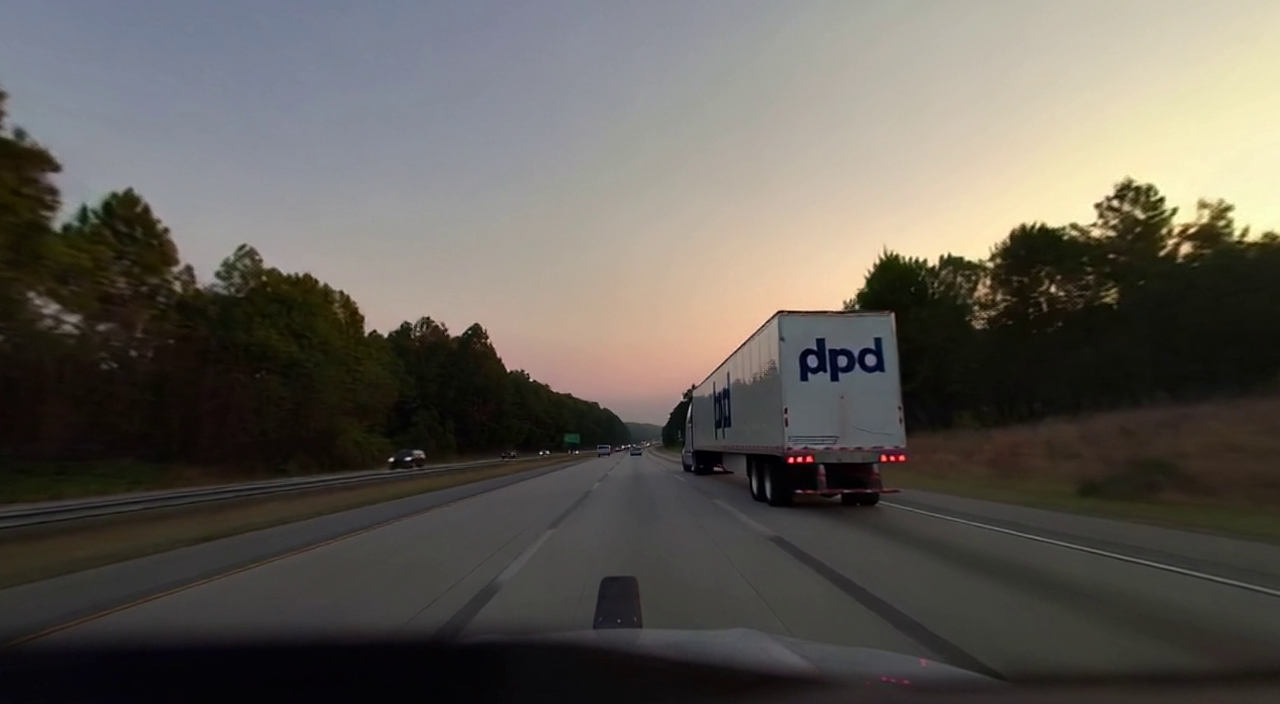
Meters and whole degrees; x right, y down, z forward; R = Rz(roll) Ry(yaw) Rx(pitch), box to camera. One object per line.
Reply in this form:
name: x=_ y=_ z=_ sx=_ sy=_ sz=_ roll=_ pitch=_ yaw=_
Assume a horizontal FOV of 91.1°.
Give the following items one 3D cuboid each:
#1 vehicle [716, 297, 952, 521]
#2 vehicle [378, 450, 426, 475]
vehicle: x=3.869 y=1.586 z=15.190 sx=2.856 sy=3.933 sz=8.334 roll=0 pitch=-9 yaw=-1
vehicle: x=-17.856 y=8.293 z=47.308 sx=1.943 sy=1.722 sz=4.473 roll=0 pitch=-9 yaw=-1
